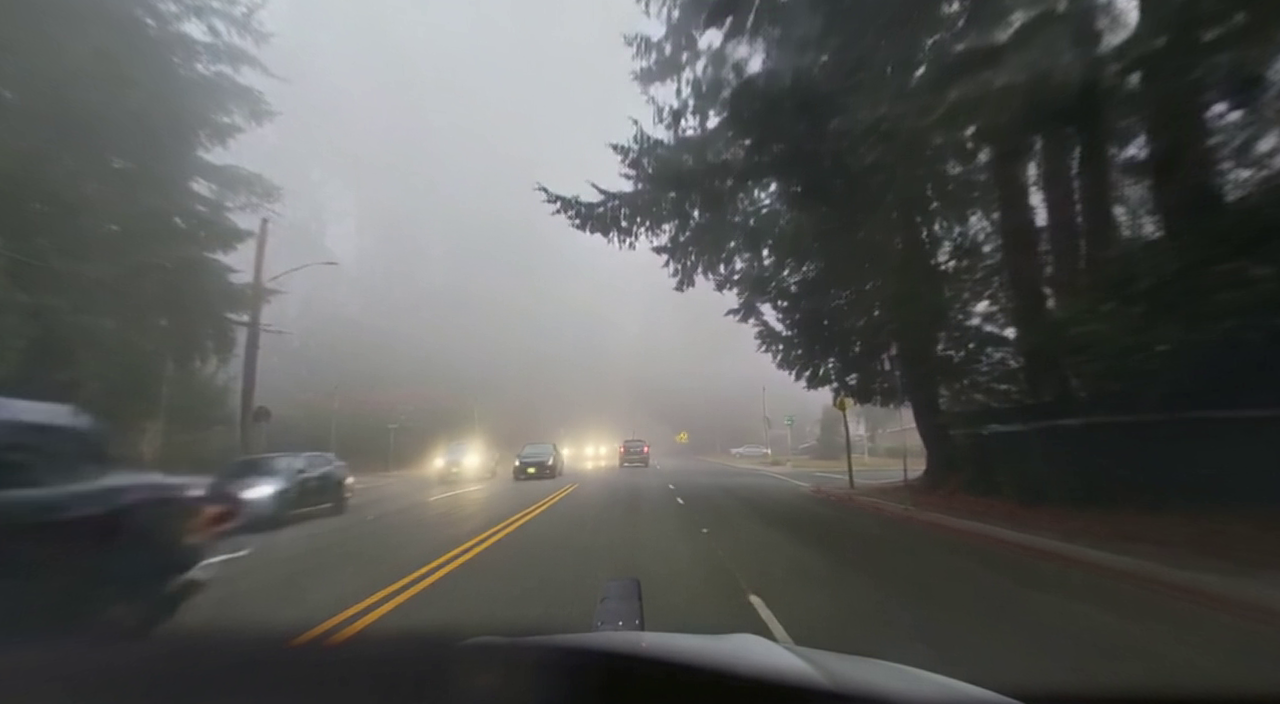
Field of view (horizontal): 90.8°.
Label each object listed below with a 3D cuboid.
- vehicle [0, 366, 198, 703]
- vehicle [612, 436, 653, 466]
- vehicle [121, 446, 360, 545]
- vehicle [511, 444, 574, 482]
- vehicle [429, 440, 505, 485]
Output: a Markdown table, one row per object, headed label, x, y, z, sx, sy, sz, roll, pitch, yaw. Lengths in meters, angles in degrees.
| label | x | y | z | sx | sy | sz | roll | pitch | yaw |
| --- | --- | --- | --- | --- | --- | --- | --- | --- | --- |
| vehicle | -3.942 | 0.783 | 1.806 | 1.977 | 1.729 | 4.625 | 0 | -8 | 0 |
| vehicle | -0.448 | 6.660 | 42.627 | 2.554 | 1.902 | 5.329 | 0 | -8 | 1 |
| vehicle | -7.510 | 2.671 | 12.531 | 1.978 | 1.458 | 4.287 | -4 | -8 | 0 |
| vehicle | -4.166 | 4.780 | 27.641 | 2.039 | 1.460 | 4.189 | -2 | -8 | 1 |
| vehicle | -7.381 | 4.742 | 27.412 | 2.044 | 1.699 | 4.400 | -2 | -8 | 1 |
